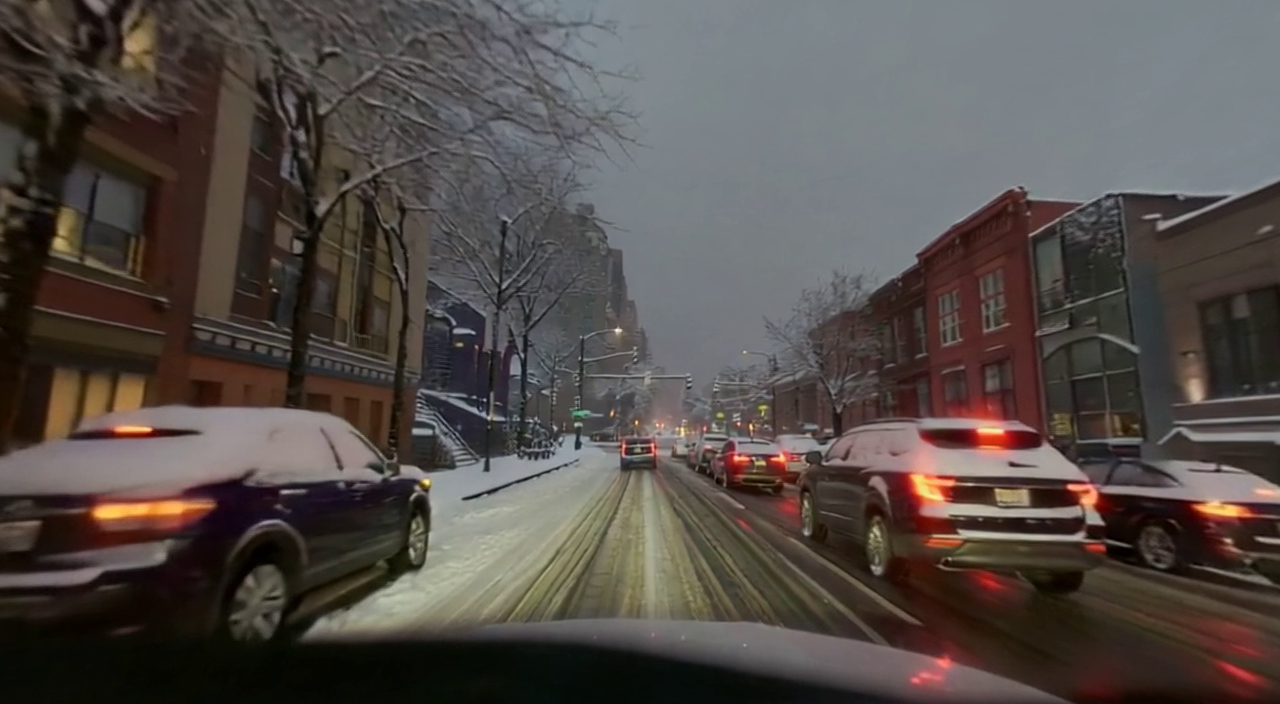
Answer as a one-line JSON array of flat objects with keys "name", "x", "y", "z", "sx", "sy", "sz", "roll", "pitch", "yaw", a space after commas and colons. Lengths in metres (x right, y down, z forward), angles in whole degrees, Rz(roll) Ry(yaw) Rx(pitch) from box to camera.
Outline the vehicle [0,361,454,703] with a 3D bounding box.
[{"name": "vehicle", "x": -3.307, "y": 1.227, "z": 5.191, "sx": 2.128, "sy": 1.725, "sz": 4.471, "roll": 0, "pitch": -8, "yaw": 0}]

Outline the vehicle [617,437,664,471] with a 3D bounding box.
[{"name": "vehicle", "x": 0.047, "y": 4.630, "z": 28.695, "sx": 2.007, "sy": 1.460, "sz": 3.923, "roll": 0, "pitch": -8, "yaw": 1}]

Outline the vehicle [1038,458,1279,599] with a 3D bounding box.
[{"name": "vehicle", "x": 8.769, "y": 2.616, "z": 10.167, "sx": 1.893, "sy": 1.663, "sz": 4.257, "roll": 0, "pitch": -8, "yaw": 1}]

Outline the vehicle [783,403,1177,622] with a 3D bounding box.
[{"name": "vehicle", "x": 3.204, "y": 1.594, "z": 7.288, "sx": 2.002, "sy": 1.707, "sz": 4.547, "roll": 0, "pitch": -8, "yaw": 0}]

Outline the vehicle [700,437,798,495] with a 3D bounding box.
[{"name": "vehicle", "x": 3.004, "y": 3.244, "z": 18.315, "sx": 1.966, "sy": 1.475, "sz": 4.528, "roll": 0, "pitch": -8, "yaw": -1}]
